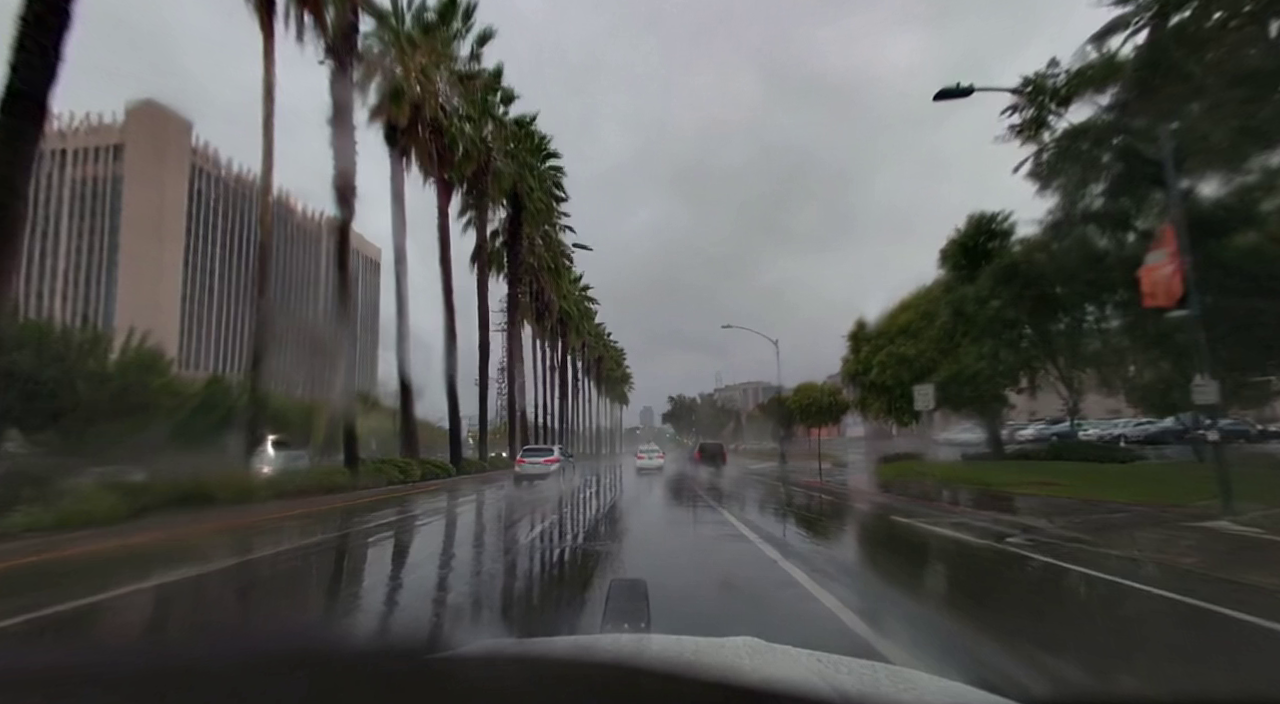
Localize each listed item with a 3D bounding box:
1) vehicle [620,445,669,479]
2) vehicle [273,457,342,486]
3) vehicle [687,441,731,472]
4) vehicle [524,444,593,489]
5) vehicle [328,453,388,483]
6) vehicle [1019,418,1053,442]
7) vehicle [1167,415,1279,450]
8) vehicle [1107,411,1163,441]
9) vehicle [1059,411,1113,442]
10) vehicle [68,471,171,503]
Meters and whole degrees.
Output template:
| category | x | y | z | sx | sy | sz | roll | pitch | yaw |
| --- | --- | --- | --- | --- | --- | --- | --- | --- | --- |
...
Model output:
| category | x | y | z | sx | sy | sz | roll | pitch | yaw |
| --- | --- | --- | --- | --- | --- | --- | --- | --- | --- |
| vehicle | 0.228 | 5.167 | 29.885 | 2.147 | 1.507 | 3.953 | 0 | -8 | 0 |
| vehicle | -20.848 | 7.491 | 39.724 | 1.954 | 1.588 | 4.170 | -1 | -9 | 1 |
| vehicle | 4.151 | 6.363 | 38.557 | 2.108 | 1.785 | 4.334 | 0 | -9 | -1 |
| vehicle | -2.935 | 4.206 | 23.605 | 1.908 | 1.505 | 4.369 | -1 | -8 | 1 |
| vehicle | -17.149 | 7.053 | 38.574 | 1.831 | 1.611 | 3.912 | 0 | -9 | 1 |
| vehicle | 27.932 | 5.554 | 44.526 | 1.781 | 1.592 | 3.879 | -5 | -10 | 30 |
| vehicle | 27.276 | 3.715 | 28.822 | 1.815 | 1.463 | 4.379 | 3 | -9 | -21 |
| vehicle | 30.572 | 4.615 | 39.032 | 1.955 | 1.709 | 4.014 | -5 | -10 | 28 |
| vehicle | 27.762 | 4.731 | 39.368 | 2.102 | 1.779 | 4.903 | -5 | -10 | 28 |
| vehicle | -28.896 | 7.461 | 35.188 | 1.838 | 1.469 | 4.556 | -1 | -9 | 1 |
